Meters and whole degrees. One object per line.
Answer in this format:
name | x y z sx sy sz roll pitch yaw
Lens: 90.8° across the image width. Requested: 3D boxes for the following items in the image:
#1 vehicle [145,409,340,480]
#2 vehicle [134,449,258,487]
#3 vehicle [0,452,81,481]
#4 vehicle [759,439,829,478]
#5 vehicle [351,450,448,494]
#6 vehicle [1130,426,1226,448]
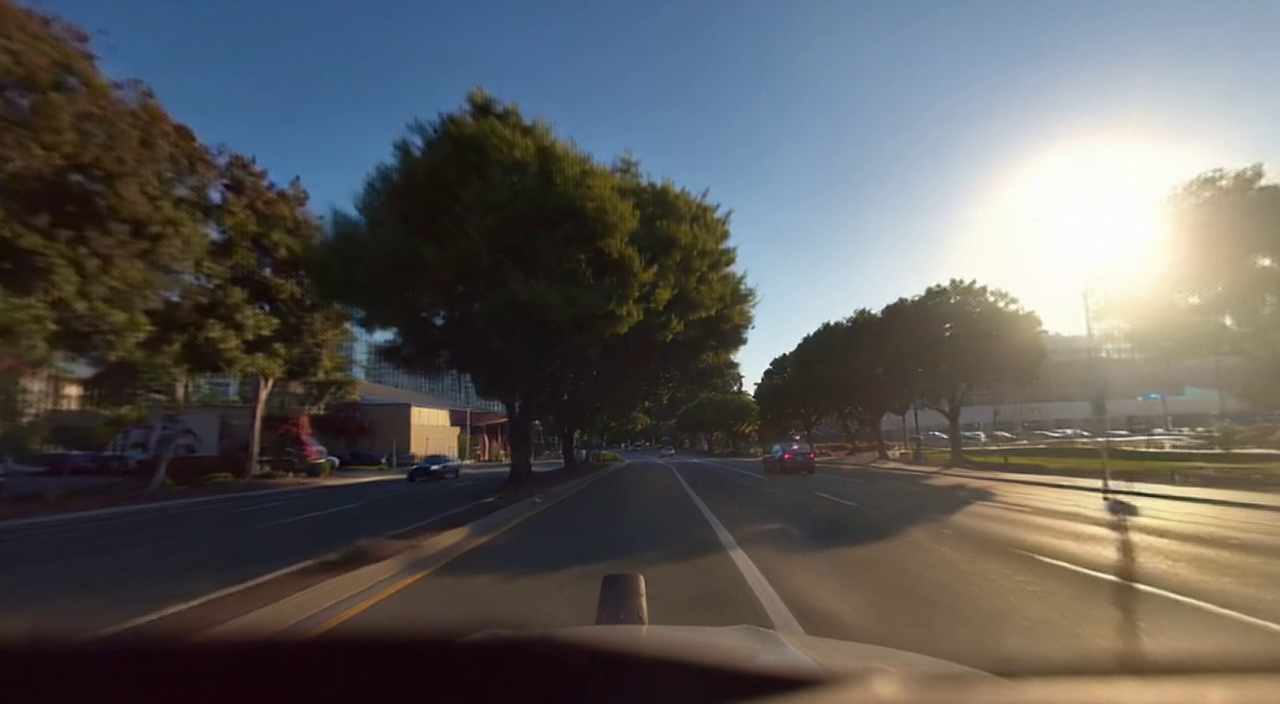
vehicle | -20.828 4.885 33.482 8.324 3.550 2.670 0 -9 -1
vehicle | -19.591 5.114 27.995 4.259 1.396 1.815 -4 -8 5
vehicle | -33.243 6.156 34.142 4.106 1.474 1.835 0 -9 -3
vehicle | 7.022 4.919 29.348 2.181 1.639 4.127 0 -9 0
vehicle | -9.092 4.537 24.334 1.865 1.503 4.375 -1 -9 2
vehicle | 39.139 6.240 46.081 1.814 1.469 4.858 5 -10 -34
